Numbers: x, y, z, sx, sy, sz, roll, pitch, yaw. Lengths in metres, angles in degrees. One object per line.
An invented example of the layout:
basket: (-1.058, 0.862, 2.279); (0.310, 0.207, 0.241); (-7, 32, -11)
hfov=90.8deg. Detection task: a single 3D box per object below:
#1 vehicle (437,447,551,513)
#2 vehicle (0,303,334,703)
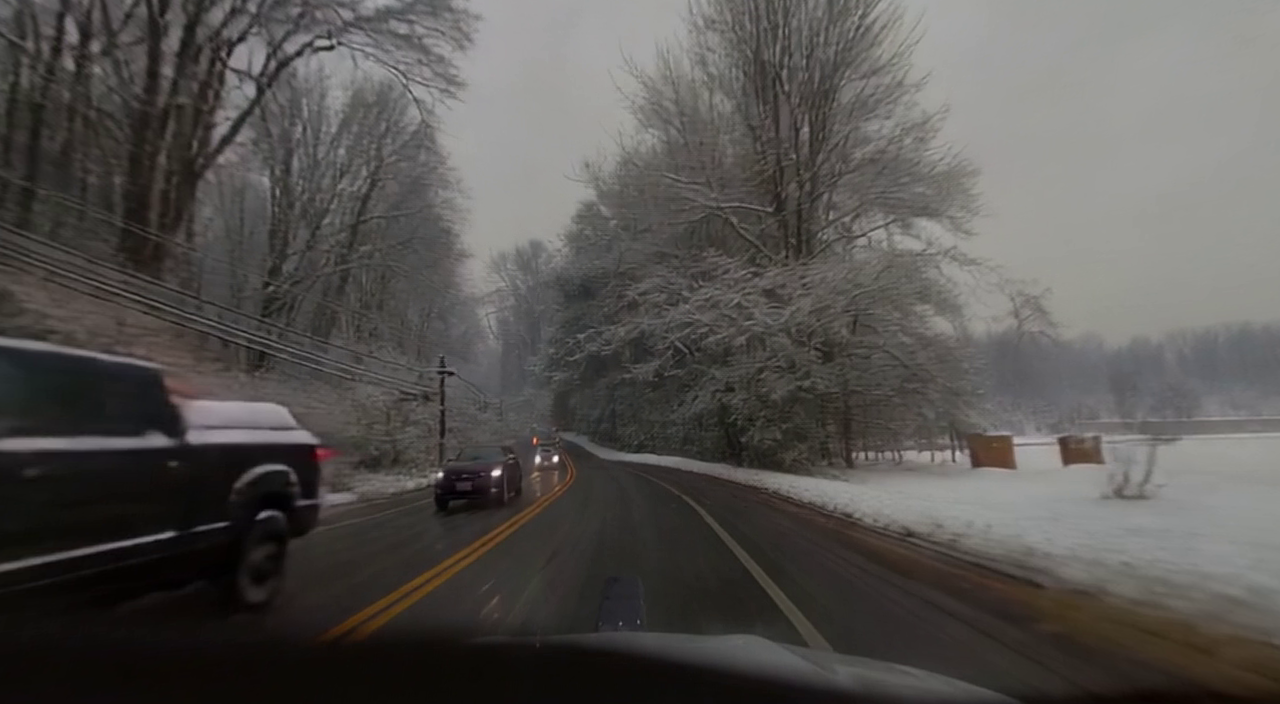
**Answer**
vehicle: (-3.568, 3.191, 16.302); (2.032, 1.444, 4.164); (0, -8, -1)
vehicle: (-3.927, 0.823, 3.093); (2.221, 1.969, 5.153); (0, -8, 0)
